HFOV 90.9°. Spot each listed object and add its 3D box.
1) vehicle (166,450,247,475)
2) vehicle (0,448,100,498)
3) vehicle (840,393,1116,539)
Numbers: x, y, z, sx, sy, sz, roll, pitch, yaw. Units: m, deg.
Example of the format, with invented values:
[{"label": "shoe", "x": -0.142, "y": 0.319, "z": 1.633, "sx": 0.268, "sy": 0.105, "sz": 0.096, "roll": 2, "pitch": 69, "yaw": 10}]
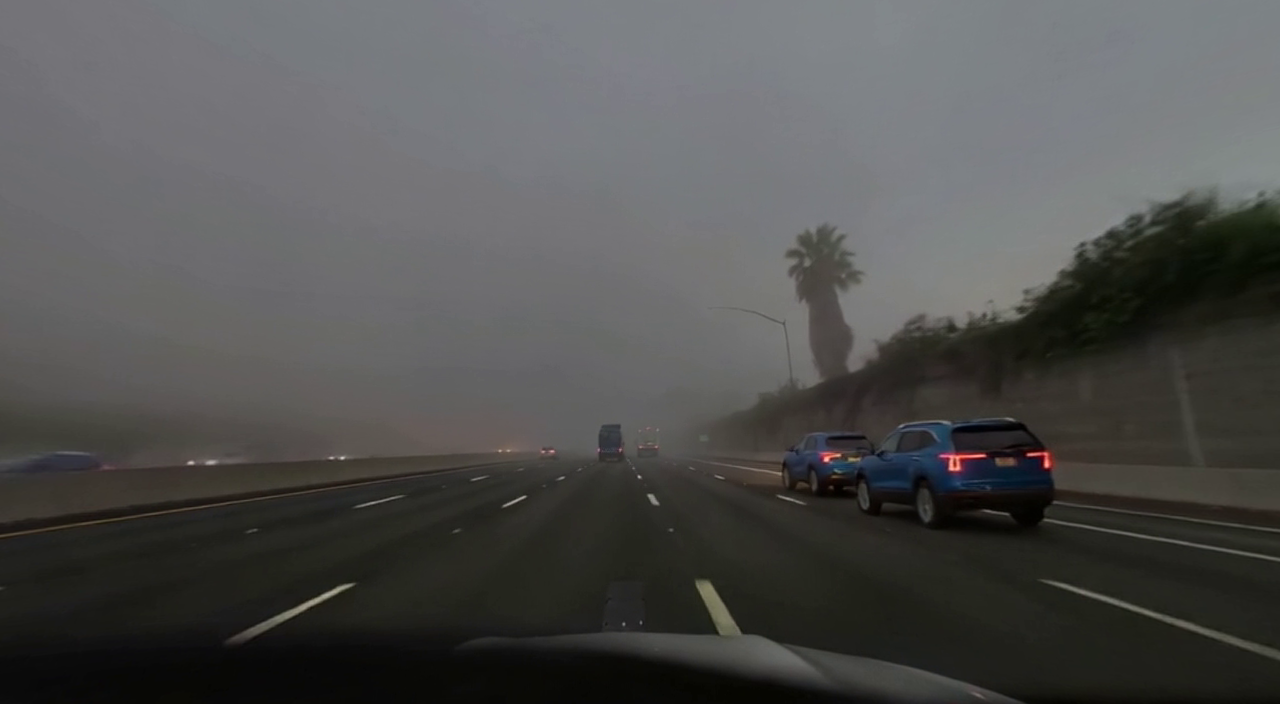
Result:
[{"label": "vehicle", "x": -31.124, "y": 7.928, "z": 45.489, "sx": 2.111, "sy": 1.620, "sz": 5.359, "roll": 0, "pitch": -8, "yaw": -1}, {"label": "vehicle", "x": -19.015, "y": 3.693, "z": 19.606, "sx": 1.485, "sy": 1.388, "sz": 3.361, "roll": 0, "pitch": -8, "yaw": -1}, {"label": "vehicle", "x": 5.977, "y": 2.095, "z": 12.213, "sx": 2.408, "sy": 2.210, "sz": 4.999, "roll": 0, "pitch": -8, "yaw": -2}]
